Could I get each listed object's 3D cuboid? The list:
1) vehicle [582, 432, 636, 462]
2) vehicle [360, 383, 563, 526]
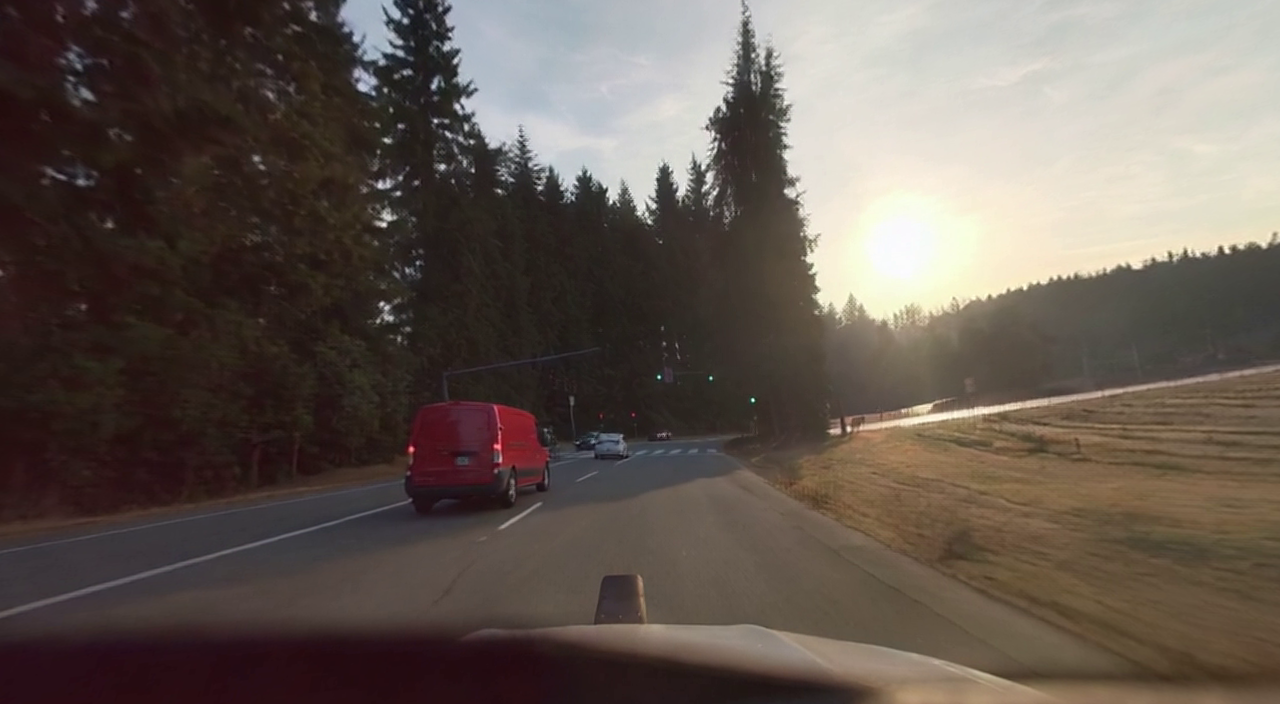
[{"bbox_3d":[-1.576,5.082,33.879,2.088,1.484,4.572,-2,-8,8],"label":"vehicle"},{"bbox_3d":[-3.085,1.966,12.421,2.362,2.185,5.212,-1,-8,2],"label":"vehicle"}]
